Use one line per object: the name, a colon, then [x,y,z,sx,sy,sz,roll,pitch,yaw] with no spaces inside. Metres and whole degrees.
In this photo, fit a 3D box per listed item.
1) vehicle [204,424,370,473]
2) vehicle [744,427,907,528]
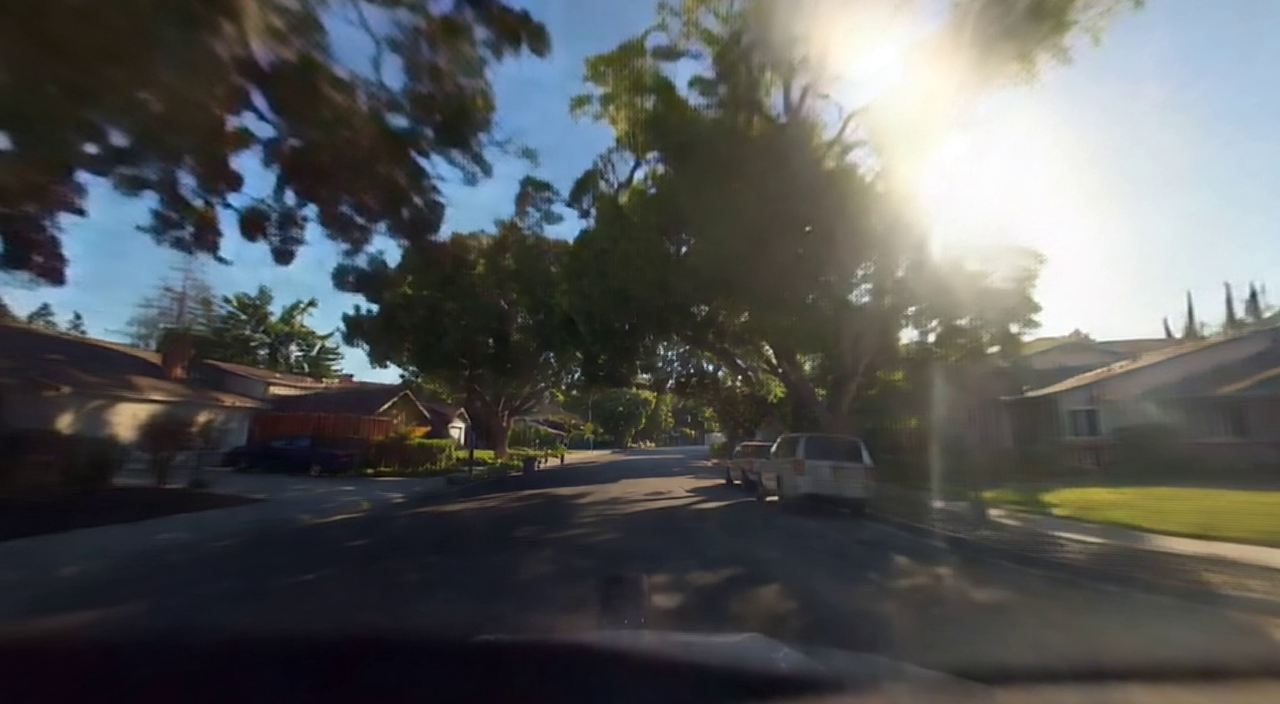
vehicle: [-12.695,3.476,22.851,4.906,1.564,1.988,1,-8,6]
vehicle: [3.655,2.555,13.482,2.046,1.760,4.570,0,-8,0]
